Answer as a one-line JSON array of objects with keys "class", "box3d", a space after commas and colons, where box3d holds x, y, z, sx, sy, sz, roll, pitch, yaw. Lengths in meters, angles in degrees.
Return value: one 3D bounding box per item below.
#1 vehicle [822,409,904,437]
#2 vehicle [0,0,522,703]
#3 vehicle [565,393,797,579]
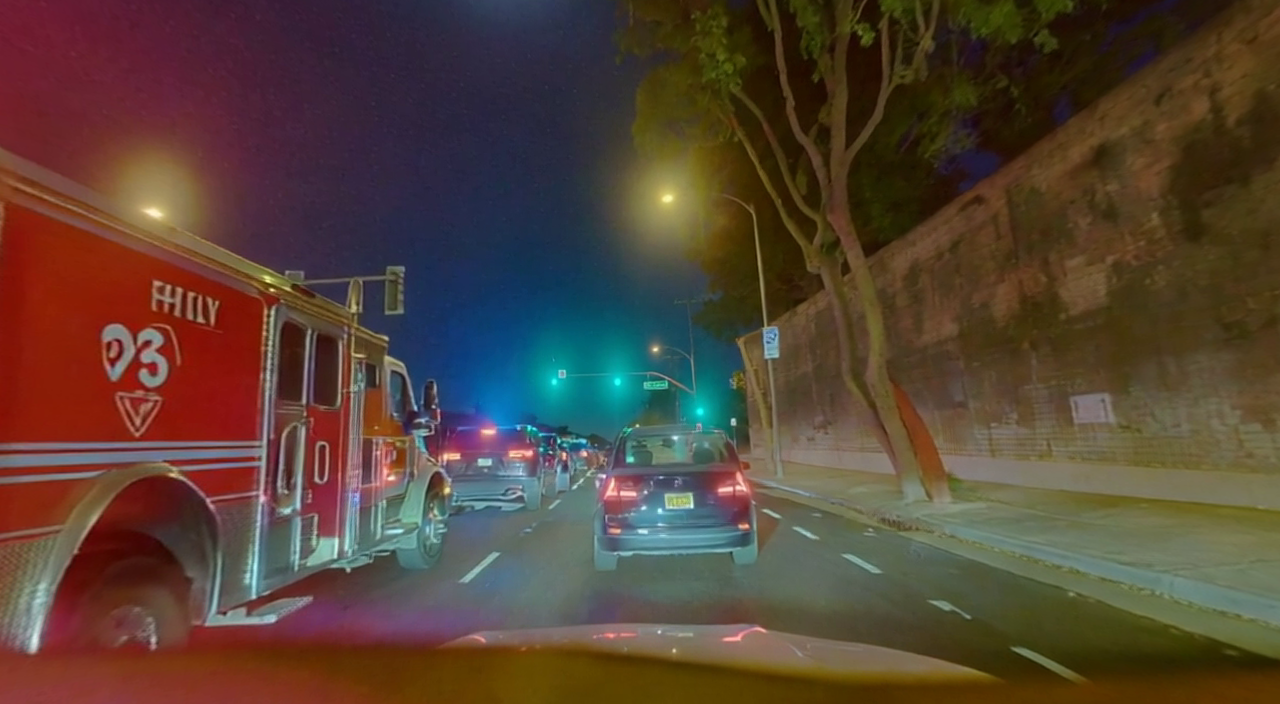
[{"class": "vehicle", "box3d": [14.404, 4.604, 40.914, 4.528, 1.704, 2.073, 2, -9, -12]}, {"class": "vehicle", "box3d": [-3.468, 0.594, 5.742, 3.504, 3.426, 7.085, 1, -7, -1]}, {"class": "vehicle", "box3d": [0.233, 1.695, 8.866, 2.332, 1.831, 4.930, 0, -8, -4]}]
